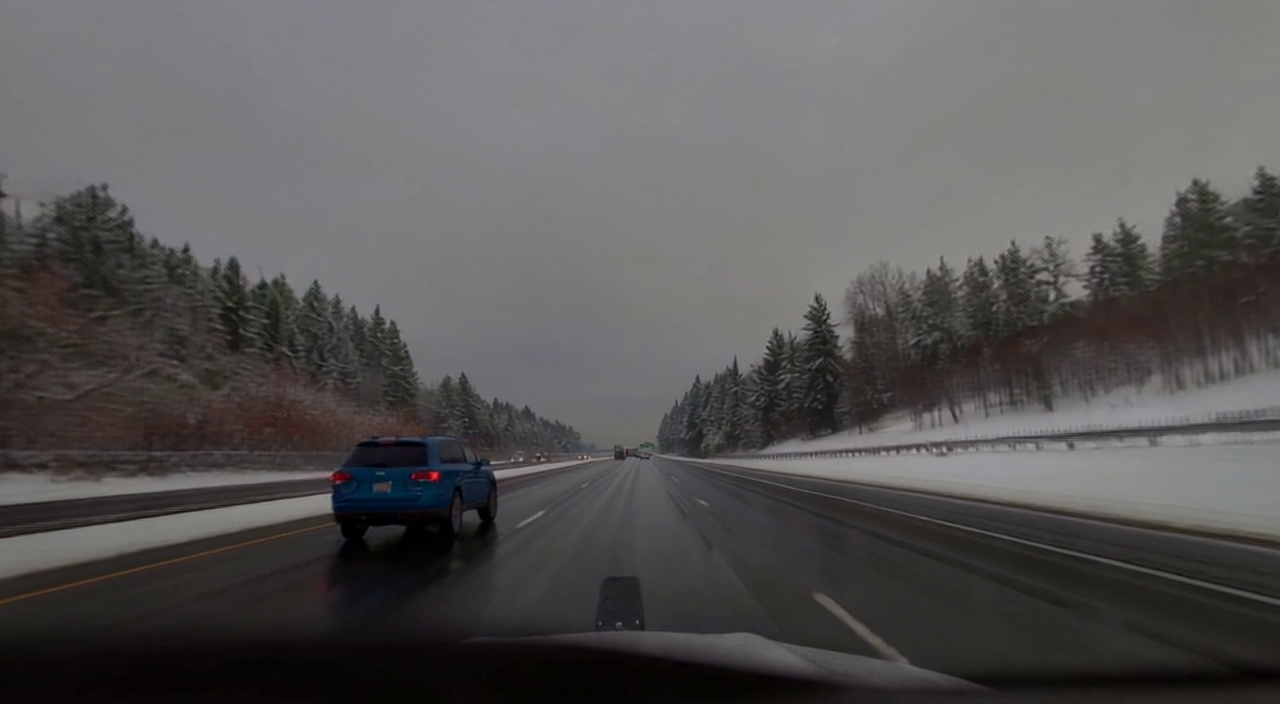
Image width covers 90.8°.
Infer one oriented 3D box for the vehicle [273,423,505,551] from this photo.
[{"bbox_3d":[-3.953,2.212,11.051,2.110,1.727,4.607,0,-9,1],"label":"vehicle"}]
